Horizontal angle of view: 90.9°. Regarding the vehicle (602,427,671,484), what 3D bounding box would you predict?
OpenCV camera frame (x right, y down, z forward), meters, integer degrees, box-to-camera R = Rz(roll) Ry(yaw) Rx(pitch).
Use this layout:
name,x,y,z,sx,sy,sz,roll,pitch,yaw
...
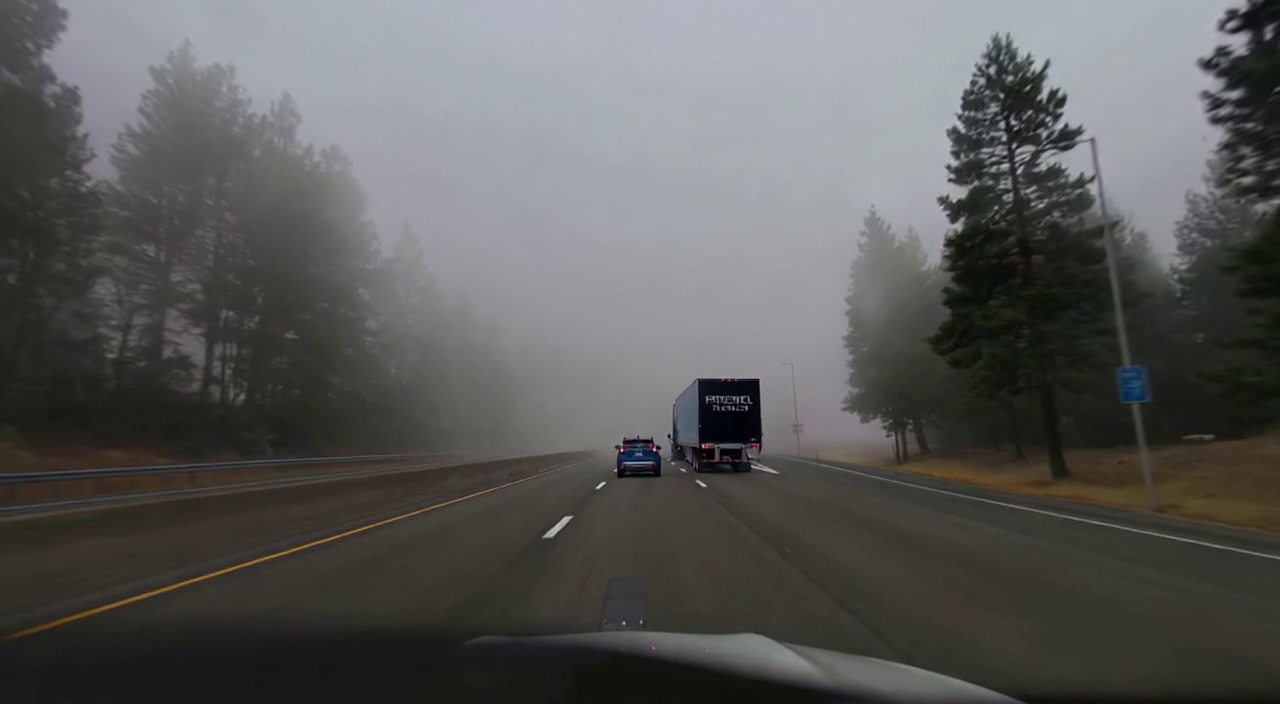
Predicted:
name,x,y,z,sx,sy,sz,roll,pitch,yaw
vehicle,-0.123,3.710,22.858,2.222,1.848,4.610,0,-8,0

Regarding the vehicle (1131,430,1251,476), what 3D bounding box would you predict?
name,x,y,z,sx,sy,sz,roll,pitch,yaw
vehicle,42.103,7.812,48.225,8.206,3.225,2.732,4,-12,-18

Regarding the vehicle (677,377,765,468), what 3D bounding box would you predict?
name,x,y,z,sx,sy,sz,roll,pitch,yaw
vehicle,4.199,4.442,37.217,2.899,4.160,16.621,0,-8,0
